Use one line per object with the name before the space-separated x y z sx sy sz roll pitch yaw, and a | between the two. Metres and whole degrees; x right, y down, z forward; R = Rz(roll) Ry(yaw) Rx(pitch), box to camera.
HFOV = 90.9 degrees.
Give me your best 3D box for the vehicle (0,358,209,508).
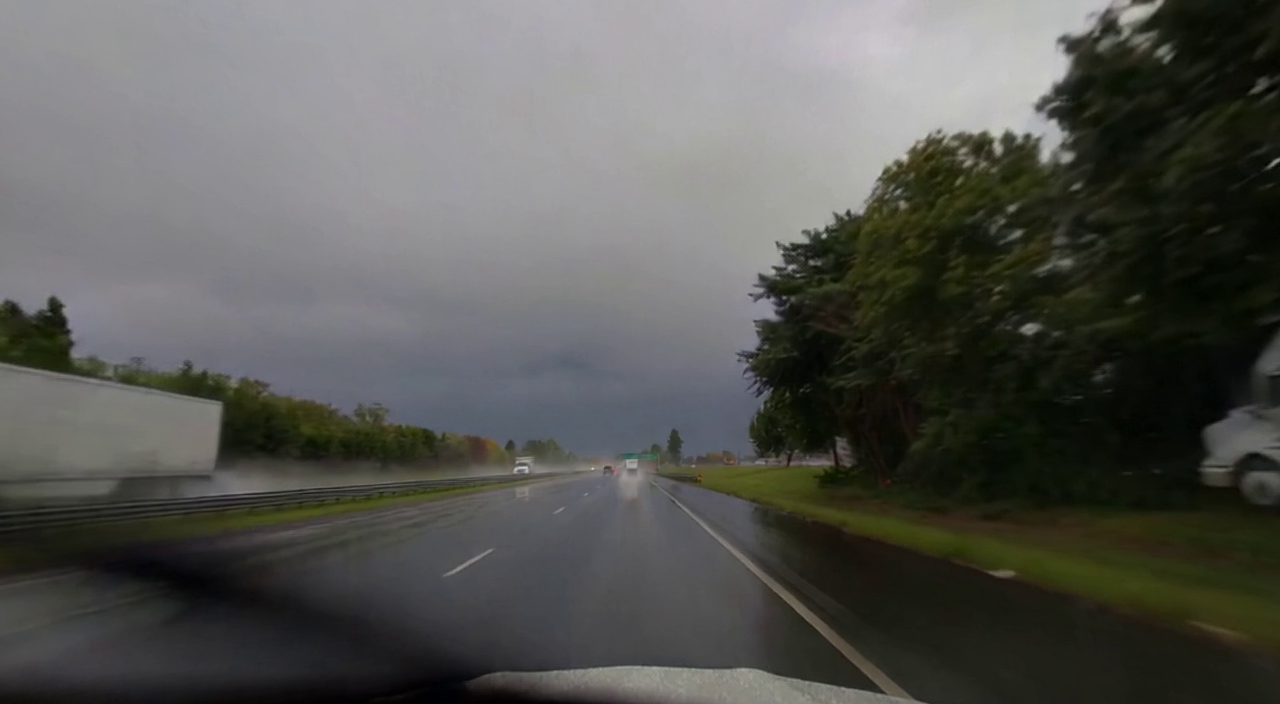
vehicle | -18.110 2.301 17.548 2.803 3.838 13.453 1 -10 -1
